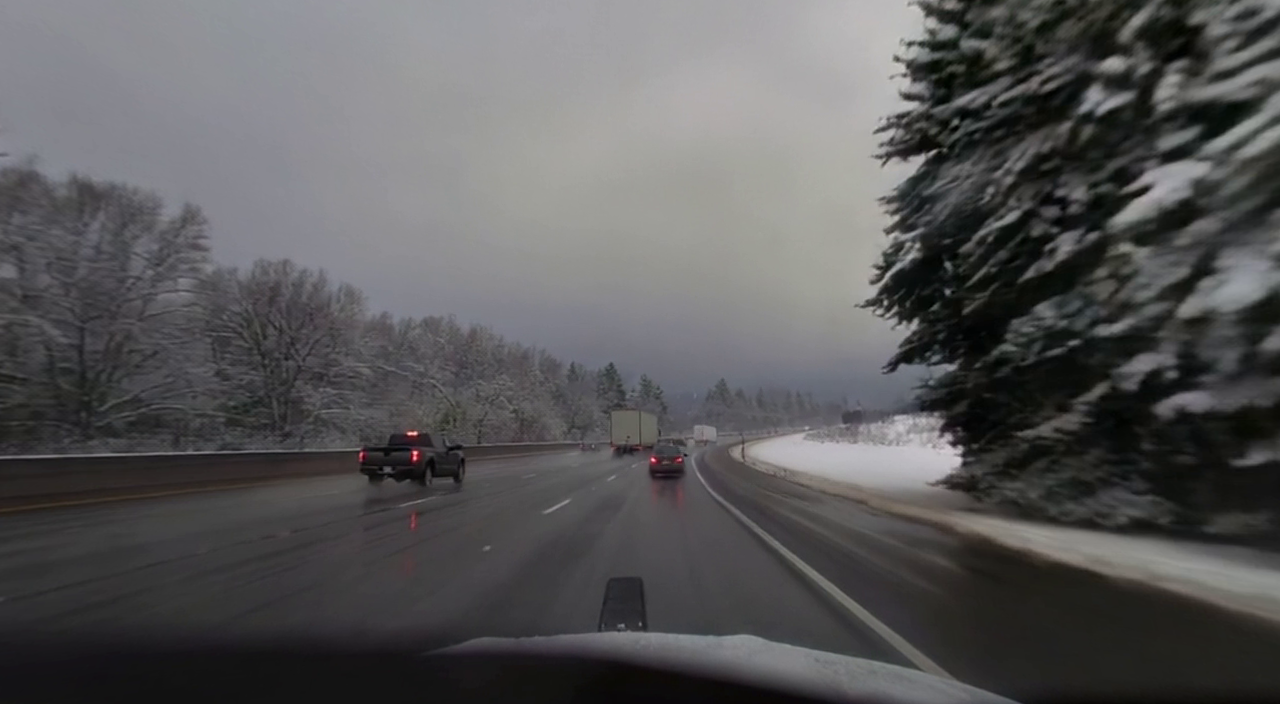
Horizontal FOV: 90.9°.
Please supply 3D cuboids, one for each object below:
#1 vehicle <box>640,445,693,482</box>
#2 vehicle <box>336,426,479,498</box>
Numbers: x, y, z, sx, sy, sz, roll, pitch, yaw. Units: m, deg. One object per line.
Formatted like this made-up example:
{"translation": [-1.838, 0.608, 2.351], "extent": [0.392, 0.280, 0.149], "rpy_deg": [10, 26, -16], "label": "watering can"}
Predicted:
{"translation": [1.110, 4.482, 25.672], "extent": [1.984, 1.365, 3.767], "rpy_deg": [-1, -9, 3], "label": "vehicle"}
{"translation": [-6.564, 3.174, 18.563], "extent": [2.142, 1.833, 4.854], "rpy_deg": [-1, -9, 3], "label": "vehicle"}
